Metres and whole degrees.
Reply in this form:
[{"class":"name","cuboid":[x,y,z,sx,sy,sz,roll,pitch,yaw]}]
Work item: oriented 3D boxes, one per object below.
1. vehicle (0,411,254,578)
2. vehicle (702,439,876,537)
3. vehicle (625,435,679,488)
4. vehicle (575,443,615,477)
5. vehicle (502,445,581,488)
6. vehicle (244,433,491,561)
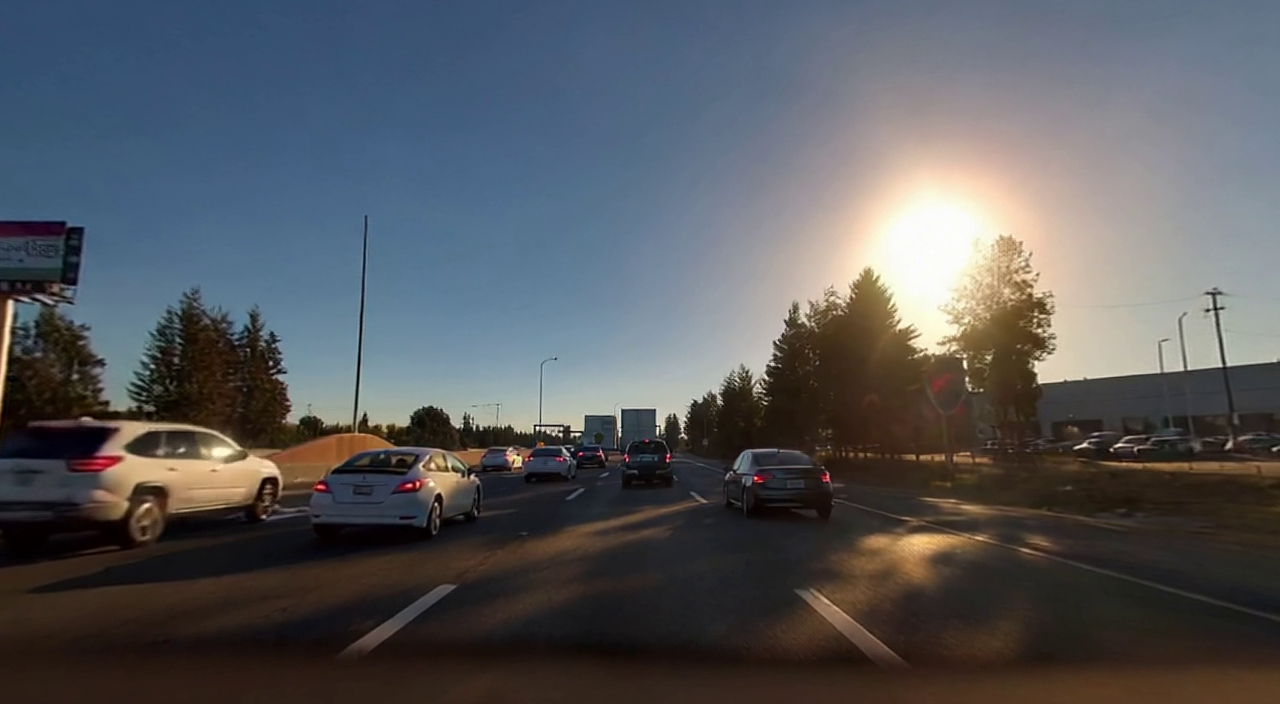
[{"class":"vehicle","cuboid":[-7.645,1.778,8.581,2.065,1.692,4.475,0,-9,-3]},{"class":"vehicle","cuboid":[2.506,2.417,11.929,2.018,1.470,4.491,0,-9,-3]},{"class":"vehicle","cuboid":[0.338,3.429,19.904,1.537,1.507,3.424,0,-9,0]},{"class":"vehicle","cuboid":[-2.363,5.501,32.283,1.937,1.601,3.798,1,-9,-6]},{"class":"vehicle","cuboid":[-3.611,4.283,23.998,2.132,1.464,4.481,0,-9,2]},{"class":"vehicle","cuboid":[-3.740,2.048,9.630,1.883,1.500,4.161,0,-9,0]}]
